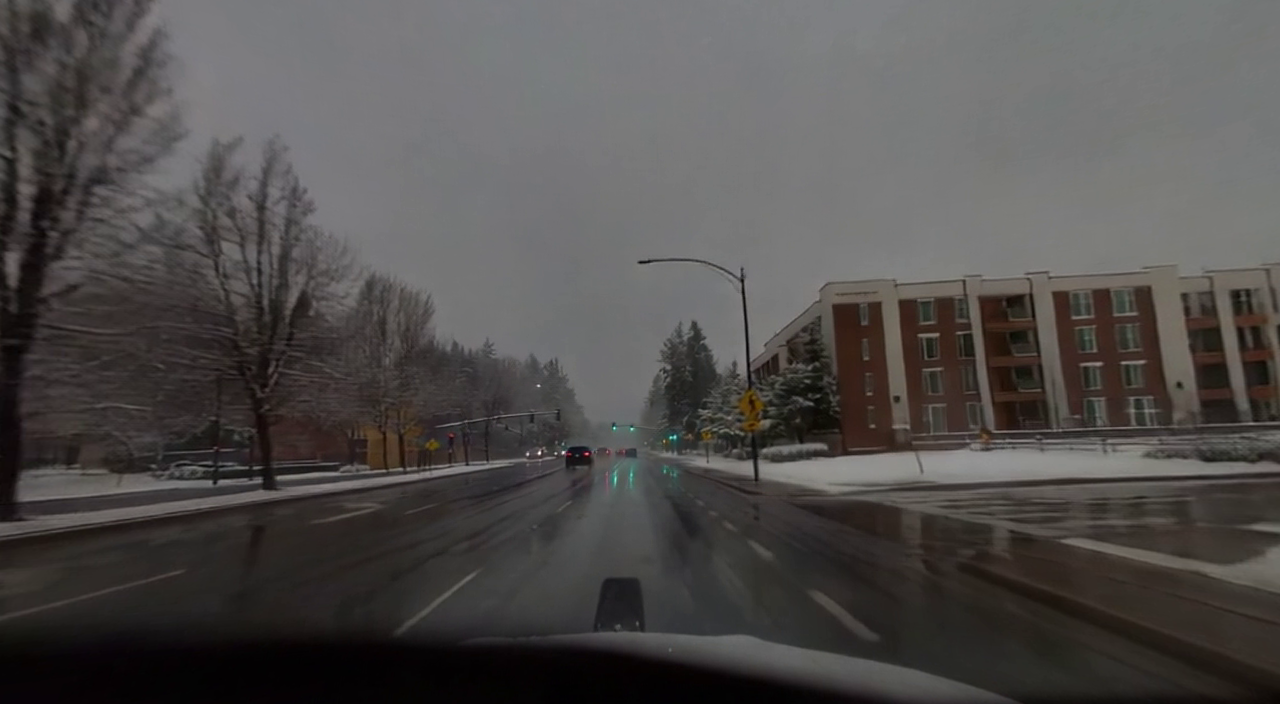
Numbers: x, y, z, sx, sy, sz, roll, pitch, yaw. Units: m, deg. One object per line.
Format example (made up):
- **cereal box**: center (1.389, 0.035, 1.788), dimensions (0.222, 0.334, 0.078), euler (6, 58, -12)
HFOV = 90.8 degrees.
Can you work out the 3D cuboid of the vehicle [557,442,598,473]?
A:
- **vehicle**: center (-3.607, 6.176, 37.178), dimensions (1.959, 1.741, 4.141), euler (0, -9, 1)
